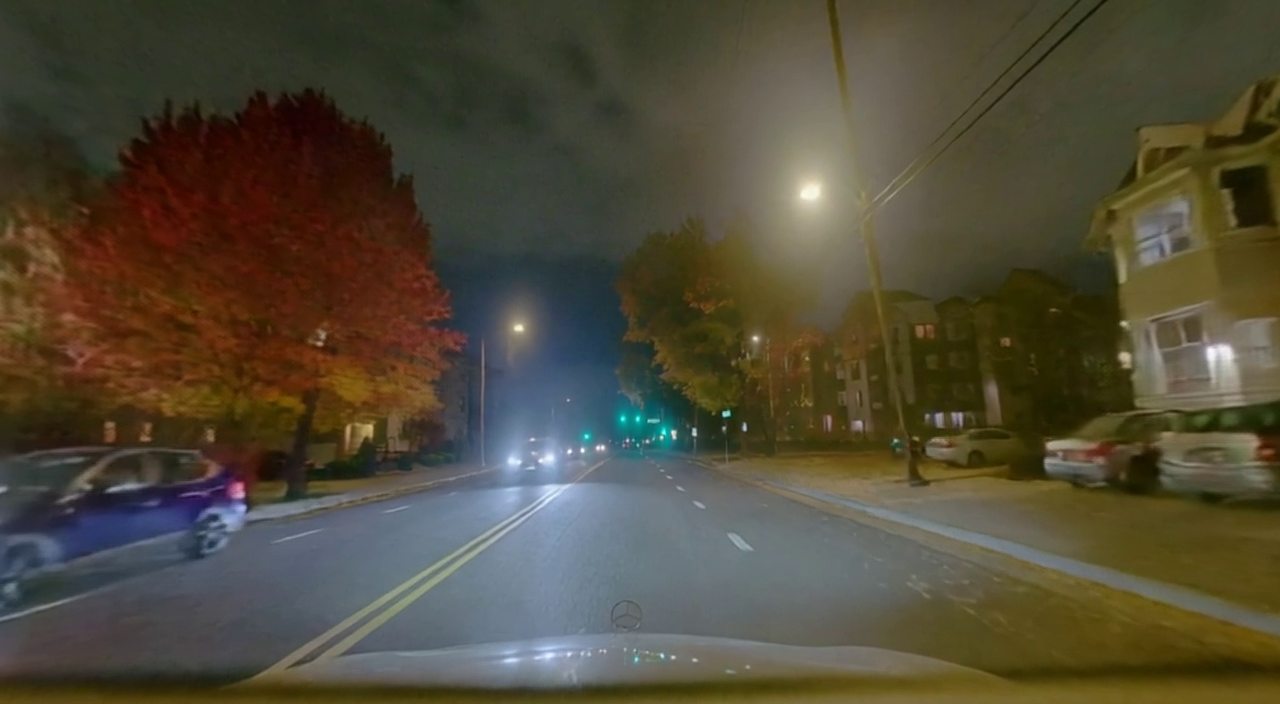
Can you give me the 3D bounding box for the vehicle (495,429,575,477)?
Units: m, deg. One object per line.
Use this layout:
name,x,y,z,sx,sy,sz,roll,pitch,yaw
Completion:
vehicle,-4.054,4.015,25.284,2.356,1.702,4.700,0,-9,0

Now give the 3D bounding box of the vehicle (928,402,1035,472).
vehicle,9.452,2.455,17.925,2.051,1.687,4.858,-4,-9,22

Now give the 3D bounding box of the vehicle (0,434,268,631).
vehicle,-5.879,1.561,6.180,1.968,1.483,4.279,0,-8,-2

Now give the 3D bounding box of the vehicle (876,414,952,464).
vehicle,11.731,3.815,27.430,2.028,1.935,5.021,-2,-9,13

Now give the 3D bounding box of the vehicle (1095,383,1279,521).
vehicle,9.285,1.252,8.595,4.385,1.612,2.070,-4,-9,5
